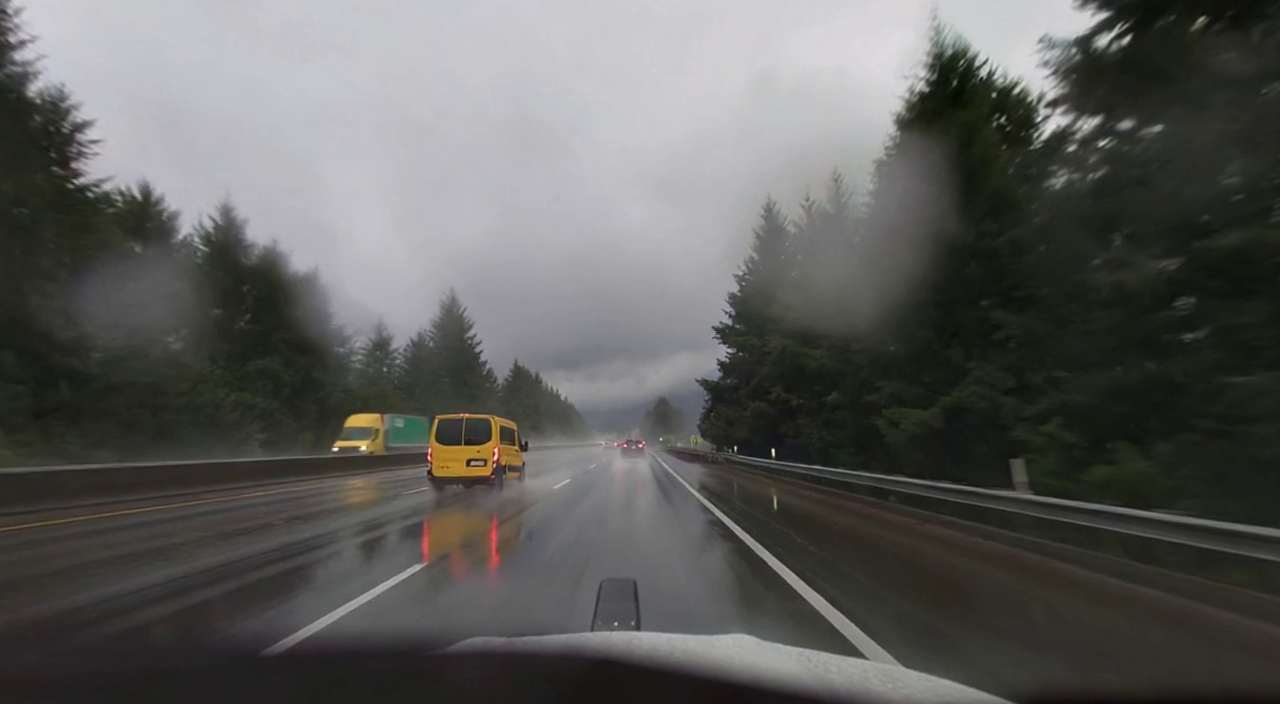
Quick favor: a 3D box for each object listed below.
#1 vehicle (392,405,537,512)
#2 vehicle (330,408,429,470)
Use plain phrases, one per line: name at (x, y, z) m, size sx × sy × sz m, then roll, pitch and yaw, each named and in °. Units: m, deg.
vehicle at (-3.762, 2.377, 14.483) m, size 1.976 × 2.029 × 4.737 m, roll -1°, pitch -8°, yaw 0°
vehicle at (-17.197, 5.882, 42.465) m, size 2.920 × 3.712 × 8.832 m, roll -1°, pitch -8°, yaw 0°
